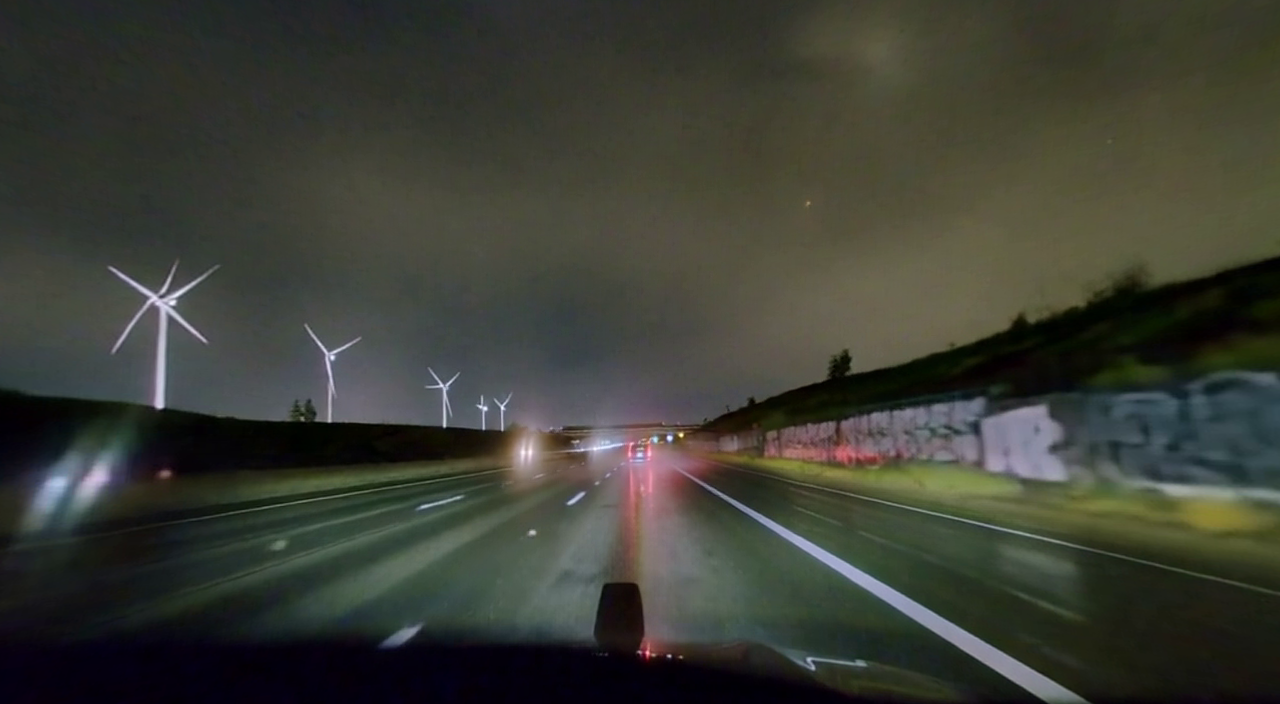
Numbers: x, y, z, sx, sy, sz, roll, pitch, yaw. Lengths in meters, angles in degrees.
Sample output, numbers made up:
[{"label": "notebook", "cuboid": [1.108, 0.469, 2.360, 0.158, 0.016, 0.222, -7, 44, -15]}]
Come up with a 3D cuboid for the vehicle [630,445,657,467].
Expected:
[{"label": "vehicle", "cuboid": [0.247, 7.682, 46.608, 1.870, 1.481, 4.234, 0, -9, 0]}]

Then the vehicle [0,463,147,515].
[{"label": "vehicle", "cuboid": [-19.047, 4.450, 20.956, 1.783, 1.432, 4.354, 0, -9, 0]}]
